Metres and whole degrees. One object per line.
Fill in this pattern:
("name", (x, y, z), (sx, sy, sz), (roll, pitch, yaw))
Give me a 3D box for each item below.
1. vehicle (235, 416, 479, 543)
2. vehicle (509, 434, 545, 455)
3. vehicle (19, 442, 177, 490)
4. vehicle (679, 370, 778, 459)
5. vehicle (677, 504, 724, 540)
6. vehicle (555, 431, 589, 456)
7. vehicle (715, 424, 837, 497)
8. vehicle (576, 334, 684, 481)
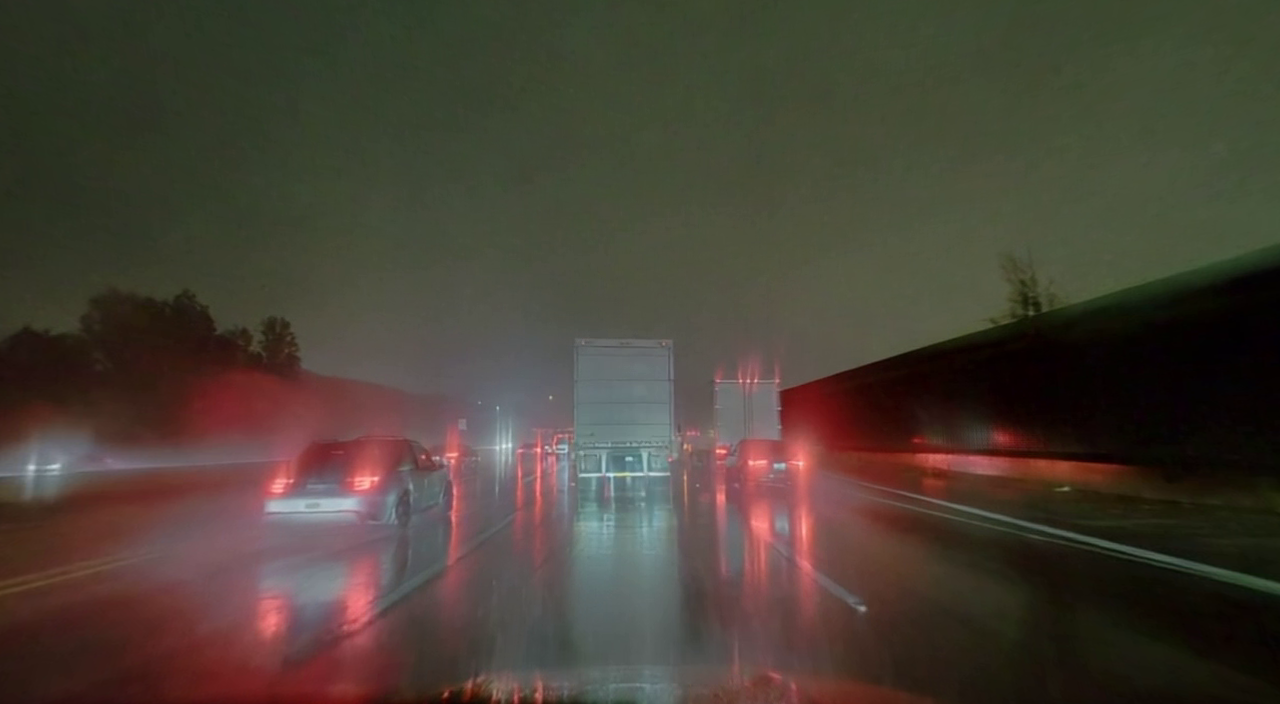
("vehicle", (-3.883, 1.788, 9.485), (1.882, 1.493, 3.828), (0, -8, 0))
("vehicle", (-8.611, 7.070, 48.294), (2.019, 1.471, 4.347), (0, -8, 0))
("vehicle", (-20.204, 4.221, 23.760), (1.832, 1.539, 4.650), (0, -8, 0))
("vehicle", (4.354, 3.868, 35.058), (2.863, 3.936, 14.058), (1, -9, -3))
("vehicle", (4.060, 11.483, 42.643), (2.835, 2.000, 2.696), (0, -7, -2))
("vehicle", (-4.705, 6.389, 44.047), (1.986, 1.612, 4.155), (0, -8, -1))
("vehicle", (3.118, 2.567, 15.316), (1.976, 1.513, 4.065), (0, -8, -1))
("vehicle", (-0.384, 2.170, 22.298), (2.938, 4.033, 9.980), (0, -8, -1))
